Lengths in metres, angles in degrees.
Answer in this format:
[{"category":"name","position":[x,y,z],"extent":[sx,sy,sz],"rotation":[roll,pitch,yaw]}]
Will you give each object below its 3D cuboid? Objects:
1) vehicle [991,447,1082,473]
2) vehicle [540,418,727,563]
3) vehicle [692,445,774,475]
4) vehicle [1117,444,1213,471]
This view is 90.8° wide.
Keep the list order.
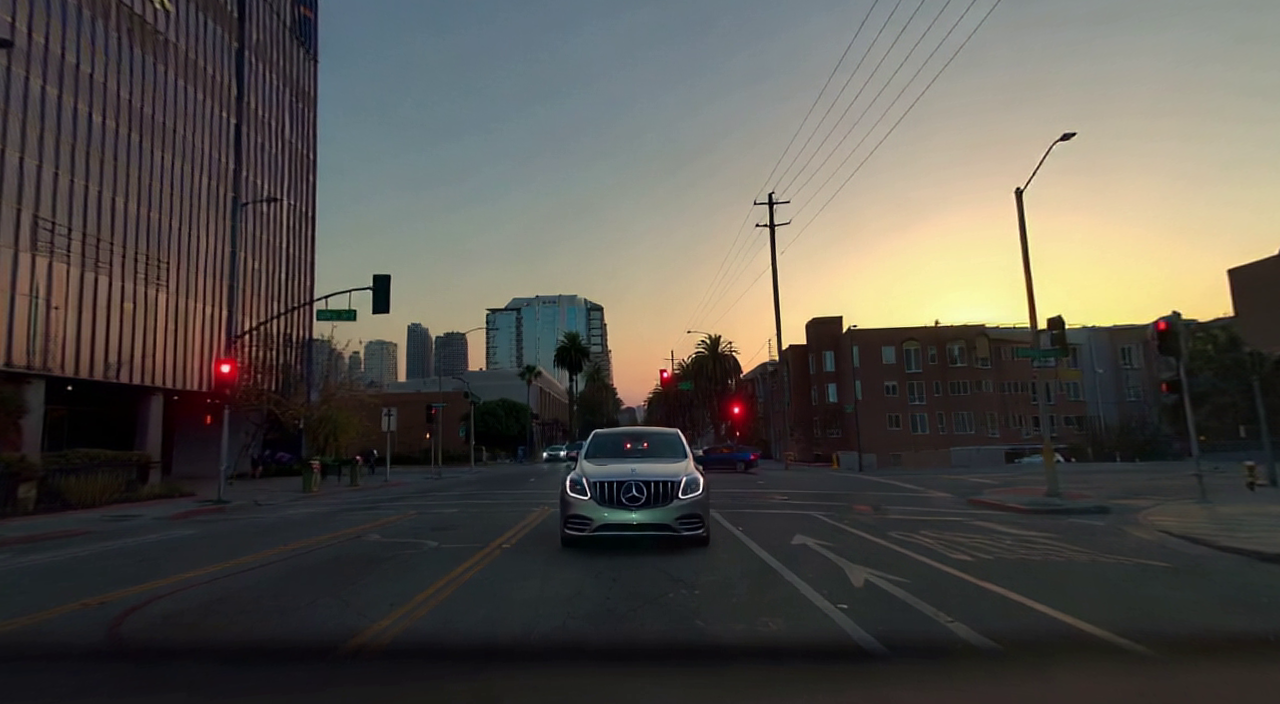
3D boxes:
[{"category":"vehicle","position":[24.218,6.597,38.675],"extent":[4.417,1.462,1.761],"rotation":[0,-8,-1]},{"category":"vehicle","position":[-0.080,1.878,9.232],"extent":[2.144,1.643,3.770],"rotation":[0,-8,0]},{"category":"vehicle","position":[5.775,6.735,39.606],"extent":[4.649,1.760,2.029],"rotation":[-8,-11,41]},{"category":"vehicle","position":[32.171,6.465,38.763],"extent":[4.234,1.613,1.812],"rotation":[0,-8,-1]}]
